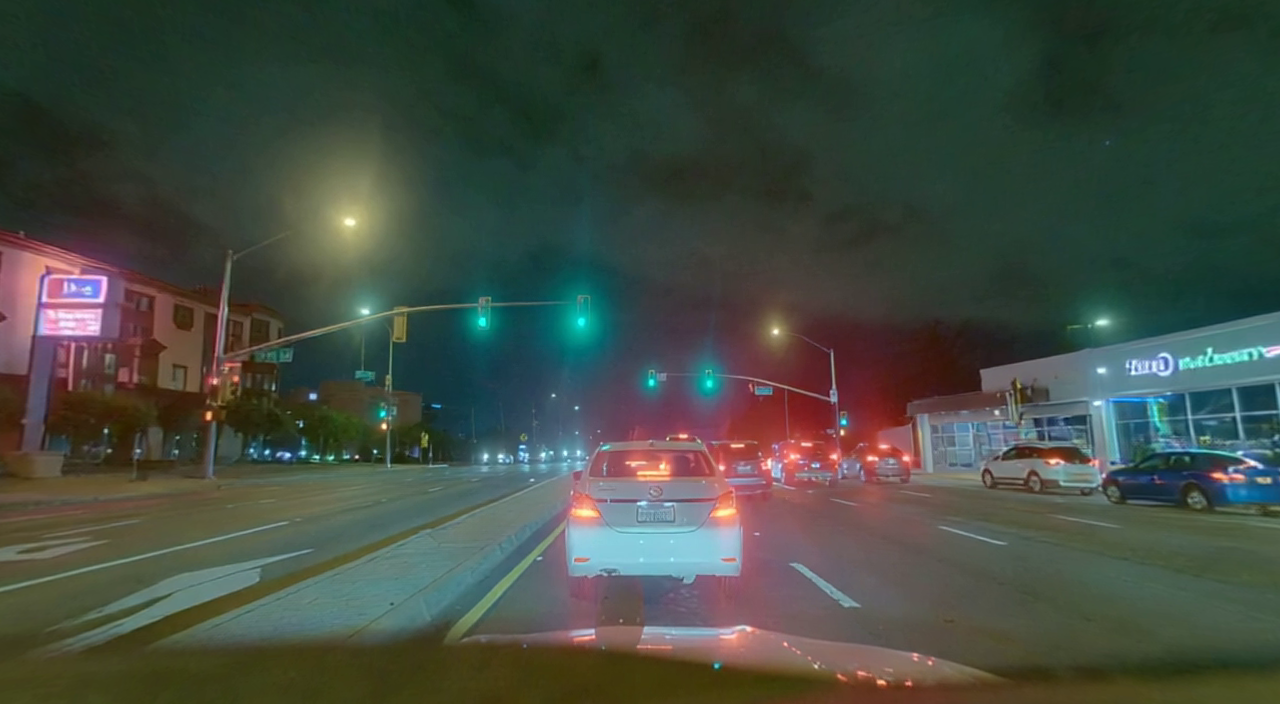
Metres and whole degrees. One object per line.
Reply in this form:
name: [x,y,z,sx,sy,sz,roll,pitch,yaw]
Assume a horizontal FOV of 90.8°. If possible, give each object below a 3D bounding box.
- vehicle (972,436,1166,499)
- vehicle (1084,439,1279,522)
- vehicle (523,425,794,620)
vehicle: [14.066,3.816,21.371,2.309,1.819,5.793,1,-9,-3]
vehicle: [14.189,3.107,15.951,2.235,1.721,5.230,0,-9,1]
vehicle: [0.133,1.630,7.013,2.067,1.471,4.241,0,-9,0]
